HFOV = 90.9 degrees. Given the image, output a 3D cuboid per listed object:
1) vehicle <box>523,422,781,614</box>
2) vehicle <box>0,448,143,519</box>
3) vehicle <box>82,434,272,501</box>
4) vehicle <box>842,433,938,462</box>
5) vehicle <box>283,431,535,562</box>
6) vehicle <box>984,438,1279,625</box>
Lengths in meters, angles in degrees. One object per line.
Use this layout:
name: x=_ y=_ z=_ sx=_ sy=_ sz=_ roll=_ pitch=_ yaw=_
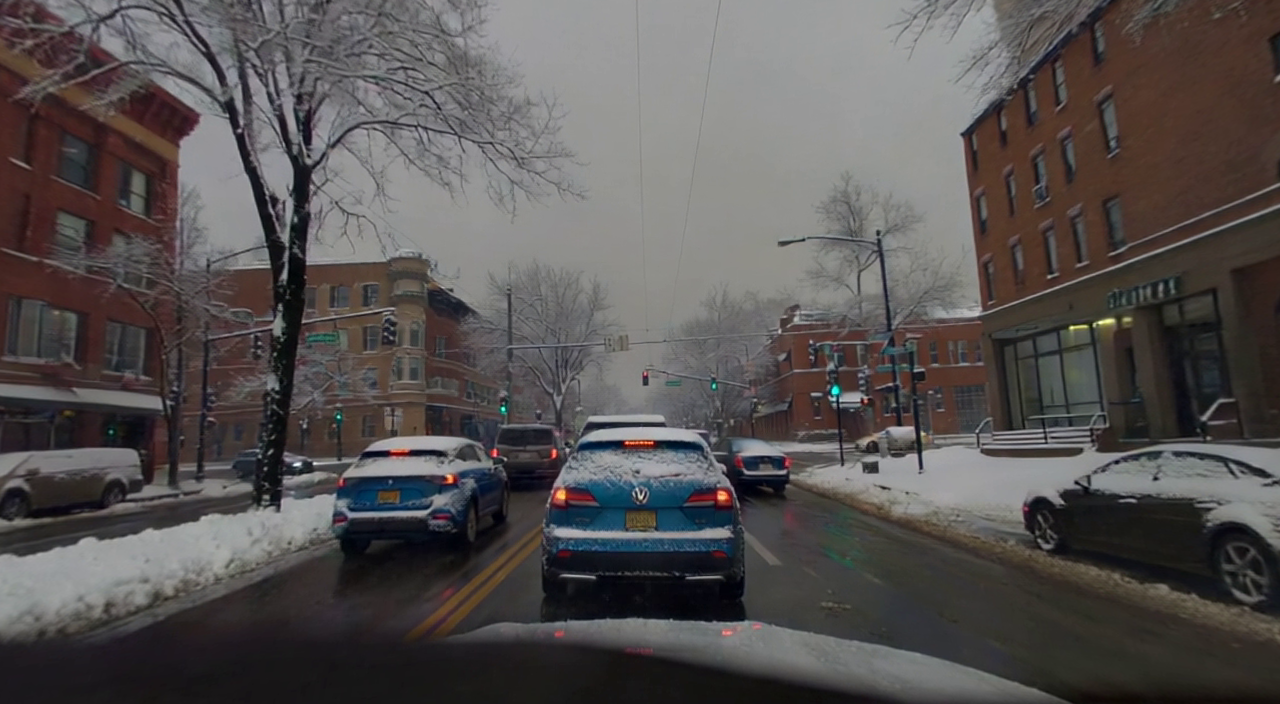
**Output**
vehicle: x=0.089 y=1.578 z=6.811 sx=2.022 sy=1.481 sz=3.564 roll=0 pitch=-9 yaw=0
vehicle: x=-16.237 y=3.440 z=17.004 sx=1.914 sy=1.690 sz=4.461 roll=0 pitch=-9 yaw=1
vehicle: x=-16.161 y=4.052 z=22.661 sx=2.195 sy=2.053 sz=5.980 roll=0 pitch=-9 yaw=1
vehicle: x=16.384 y=6.266 z=41.507 sx=5.345 sy=1.811 sz=2.175 roll=0 pitch=-9 yaw=-1
vehicle: x=-3.005 y=1.979 z=9.361 sx=2.131 sy=1.486 sz=4.089 roll=0 pitch=-9 yaw=1
vehicle: x=5.979 y=1.697 z=6.863 sx=1.873 sy=1.453 sz=4.579 roll=0 pitch=-9 yaw=0
